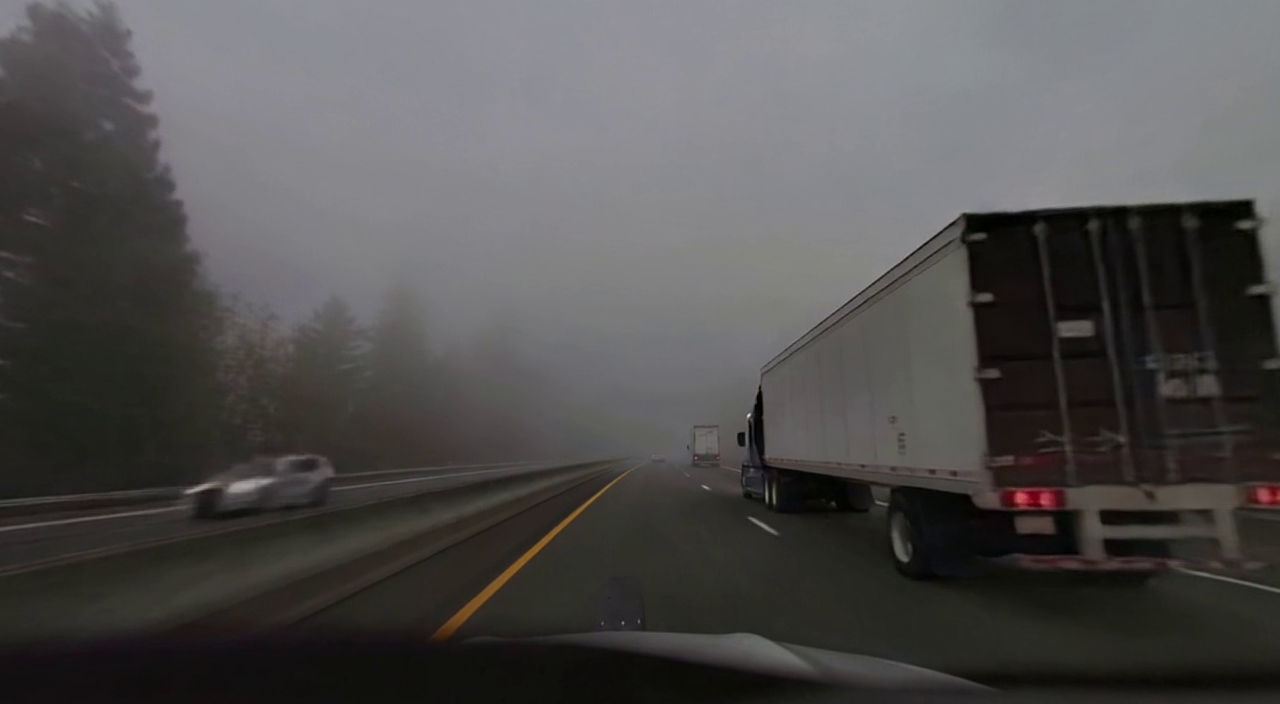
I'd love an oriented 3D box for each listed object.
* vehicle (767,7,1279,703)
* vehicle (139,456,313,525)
[{"bbox_3d":[4.385,0.970,8.570,2.866,3.558,11.674,0,-9,0],"label":"vehicle"},{"bbox_3d":[-11.923,3.968,18.645,1.958,1.704,4.554,0,-9,1],"label":"vehicle"}]
